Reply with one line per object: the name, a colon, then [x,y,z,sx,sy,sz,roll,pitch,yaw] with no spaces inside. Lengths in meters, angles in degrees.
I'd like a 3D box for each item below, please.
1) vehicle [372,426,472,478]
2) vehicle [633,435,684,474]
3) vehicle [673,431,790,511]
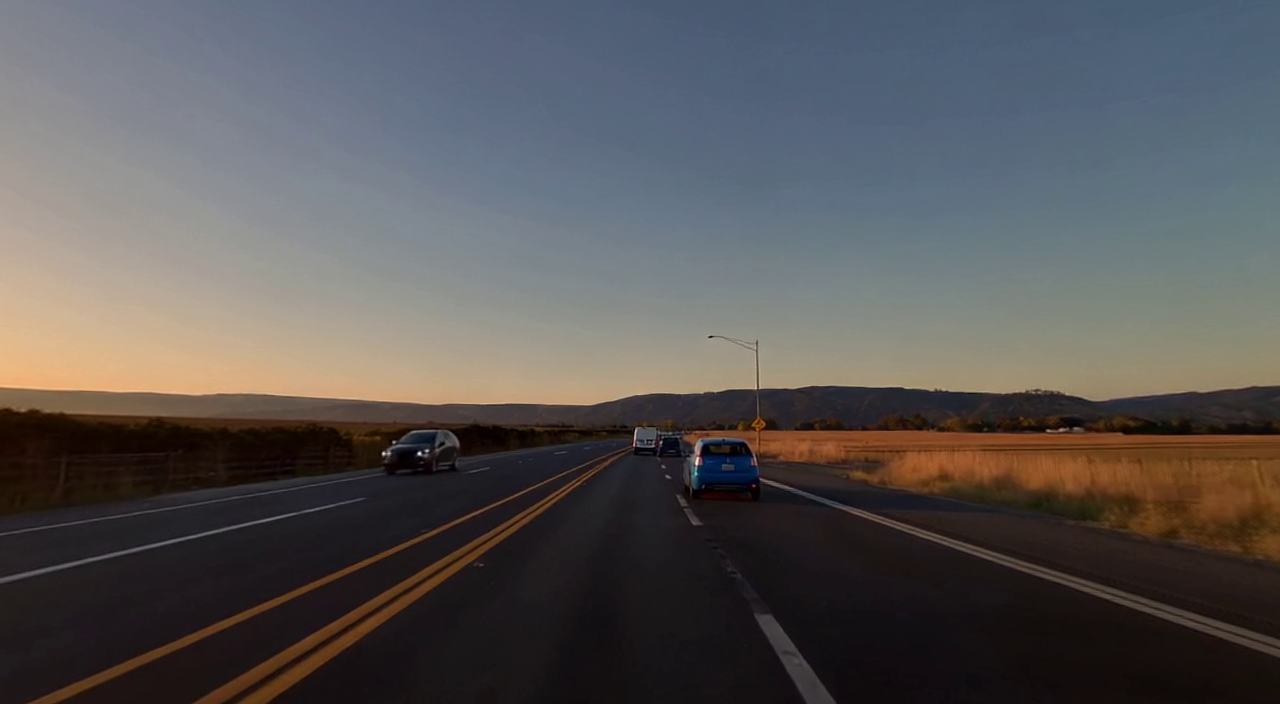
vehicle: [-8.027,3.739,23.744,2.070,1.744,4.472,0,-8,1]
vehicle: [0.744,4.467,27.731,2.026,1.531,4.273,0,-8,-1]
vehicle: [1.885,2.617,14.322,2.007,1.534,3.976,0,-8,-1]
